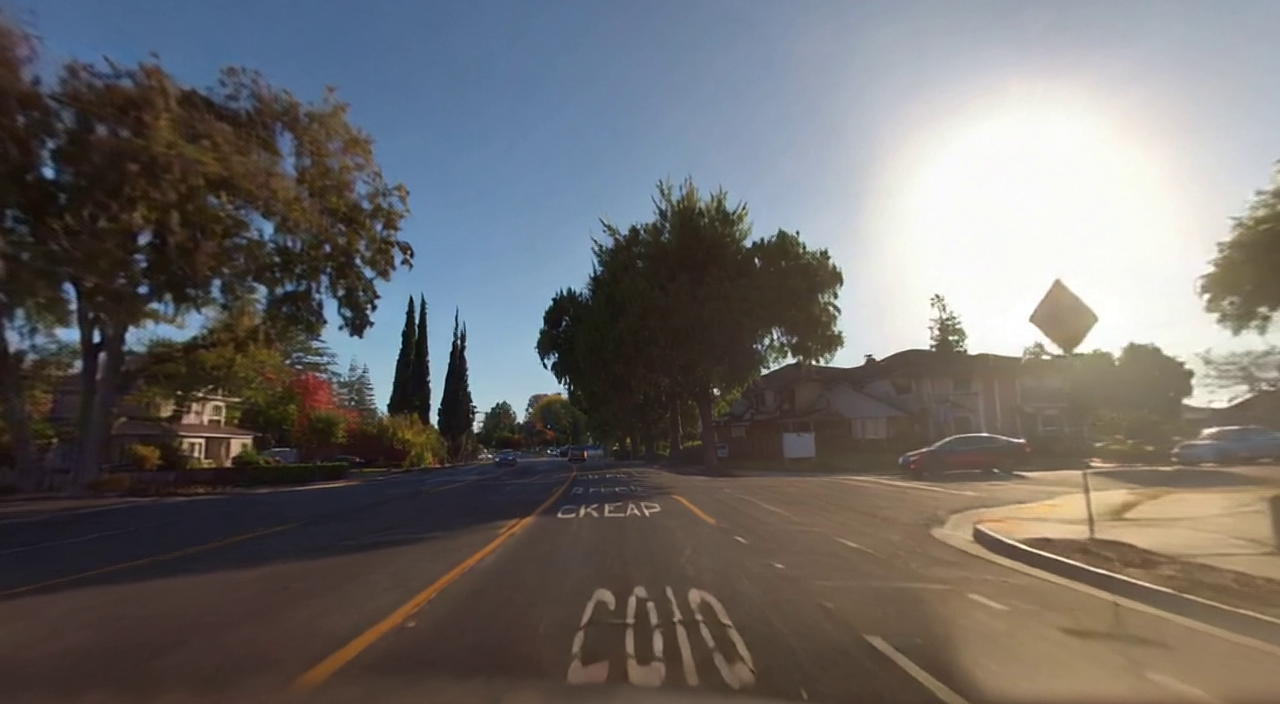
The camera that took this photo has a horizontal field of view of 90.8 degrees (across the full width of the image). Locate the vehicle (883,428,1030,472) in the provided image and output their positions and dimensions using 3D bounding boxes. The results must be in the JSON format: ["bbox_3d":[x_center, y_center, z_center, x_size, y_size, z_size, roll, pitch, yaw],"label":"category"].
[{"bbox_3d":[12.401,3.871,25.005,4.702,1.661,1.977,0,-8,0],"label":"vehicle"}]

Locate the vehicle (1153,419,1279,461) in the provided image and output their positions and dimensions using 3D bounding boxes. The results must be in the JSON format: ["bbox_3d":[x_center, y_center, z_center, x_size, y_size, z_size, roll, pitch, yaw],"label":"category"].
[{"bbox_3d":[25.663,3.886,27.882,4.266,1.738,2.066,0,-8,-3],"label":"vehicle"}]
